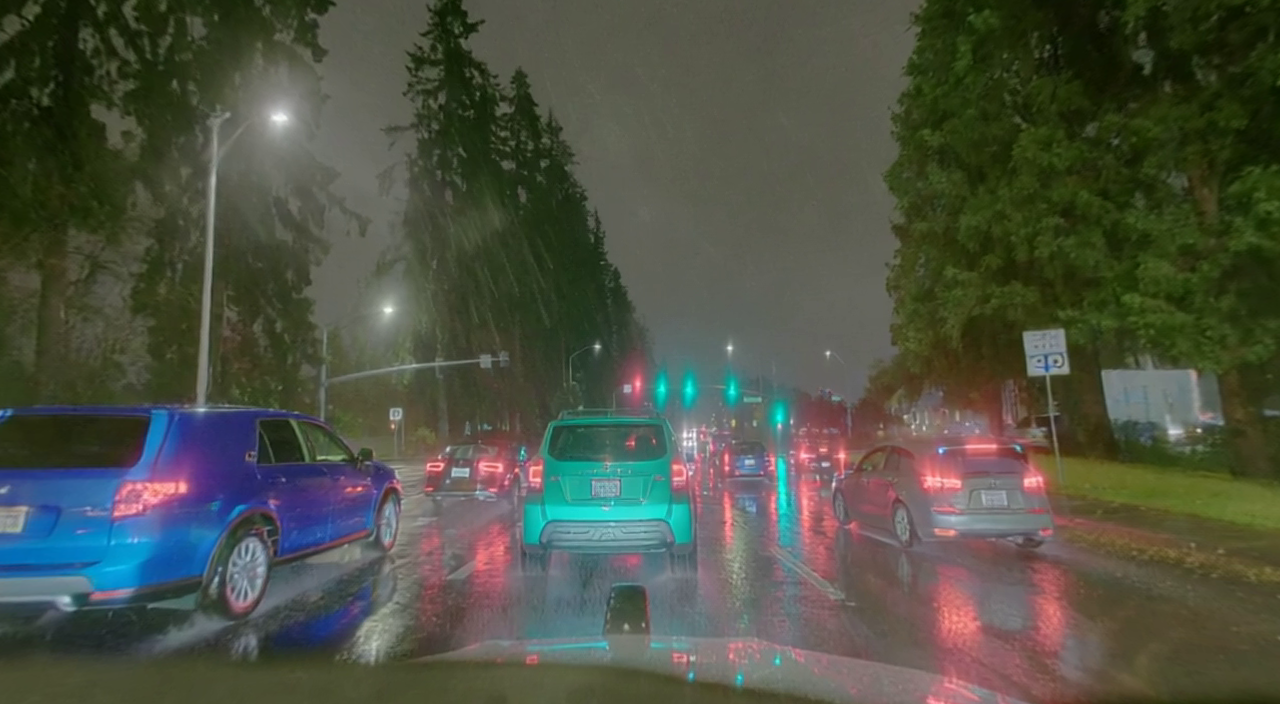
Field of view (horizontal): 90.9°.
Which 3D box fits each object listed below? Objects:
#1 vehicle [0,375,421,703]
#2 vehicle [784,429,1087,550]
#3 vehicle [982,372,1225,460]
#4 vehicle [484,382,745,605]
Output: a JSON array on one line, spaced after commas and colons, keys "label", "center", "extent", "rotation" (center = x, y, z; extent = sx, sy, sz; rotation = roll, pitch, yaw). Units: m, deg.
[{"label": "vehicle", "center": [-3.709, 1.286, 5.426], "extent": [2.039, 1.709, 4.265], "rotation": [0, -8, 1]}, {"label": "vehicle", "center": [4.318, 2.065, 10.306], "extent": [2.036, 1.480, 4.659], "rotation": [1, -9, -11]}, {"label": "vehicle", "center": [17.884, 2.543, 24.689], "extent": [7.314, 3.230, 2.680], "rotation": [0, -8, -2]}, {"label": "vehicle", "center": [-0.215, 1.489, 7.483], "extent": [2.132, 1.816, 4.471], "rotation": [0, -8, 0]}]
